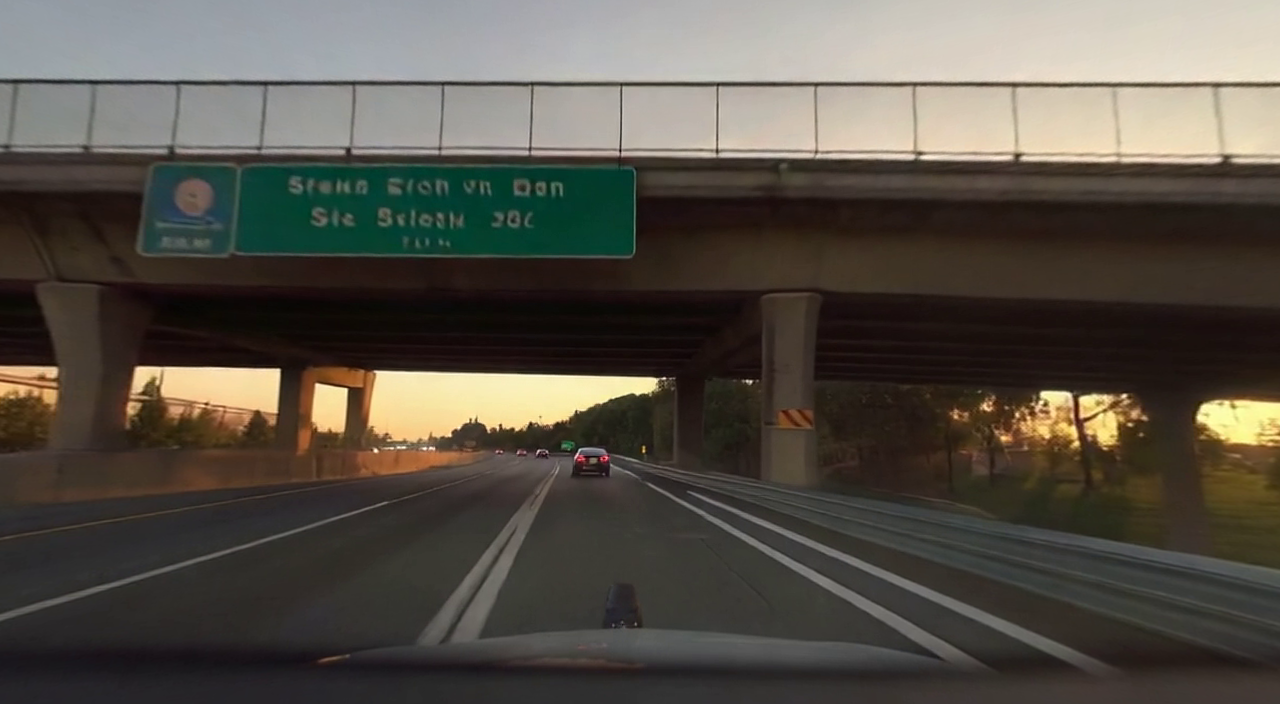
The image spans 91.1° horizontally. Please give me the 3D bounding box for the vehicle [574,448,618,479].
[{"bbox_3d":[-2.325,5.752,32.688,2.140,1.455,4.135,0,-9,-5],"label":"vehicle"}]
